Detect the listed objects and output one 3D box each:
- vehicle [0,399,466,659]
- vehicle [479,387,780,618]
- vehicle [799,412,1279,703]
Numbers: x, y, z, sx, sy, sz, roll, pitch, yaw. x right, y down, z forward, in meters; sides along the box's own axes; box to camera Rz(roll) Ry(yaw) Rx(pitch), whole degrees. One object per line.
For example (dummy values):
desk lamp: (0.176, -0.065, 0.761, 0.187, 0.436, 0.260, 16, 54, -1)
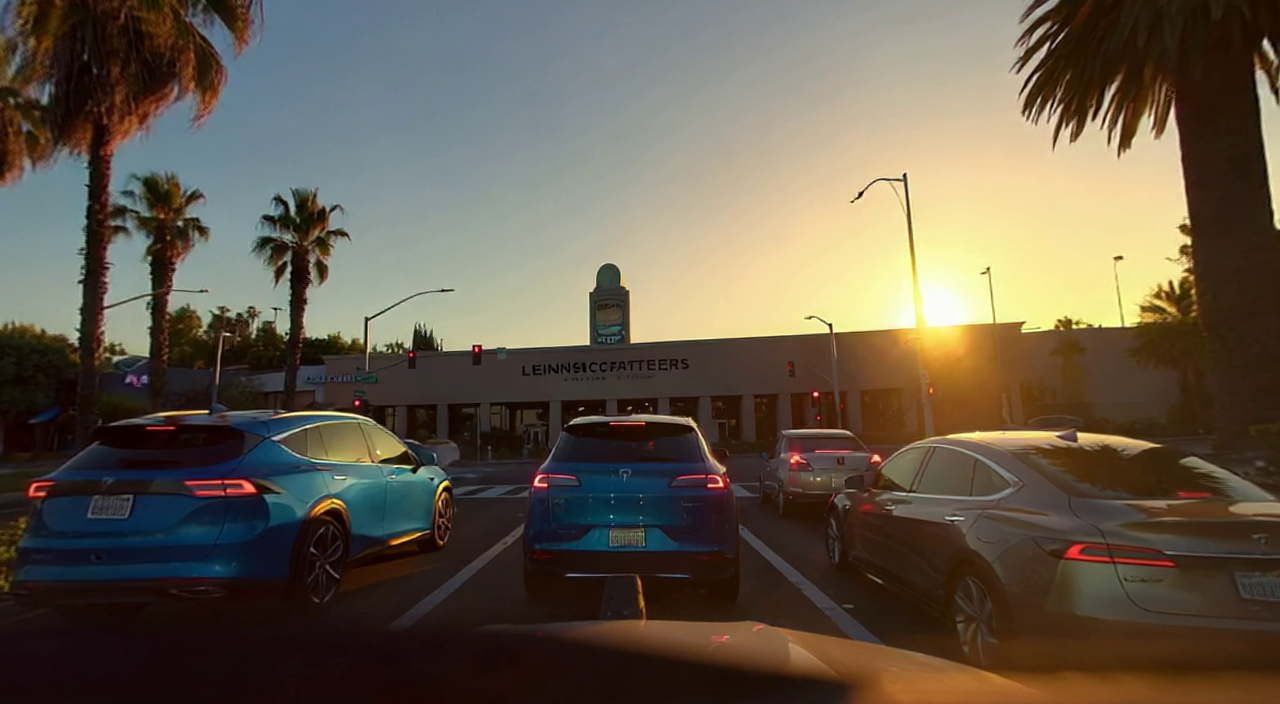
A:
vehicle: (-3.354, 1.383, 6.049, 2.014, 1.534, 4.455, 0, -8, 1)
vehicle: (-0.136, 1.465, 7.064, 2.280, 1.747, 4.361, 0, -8, -2)
vehicle: (2.964, 1.372, 5.257, 2.017, 1.491, 4.611, 0, -8, -1)
